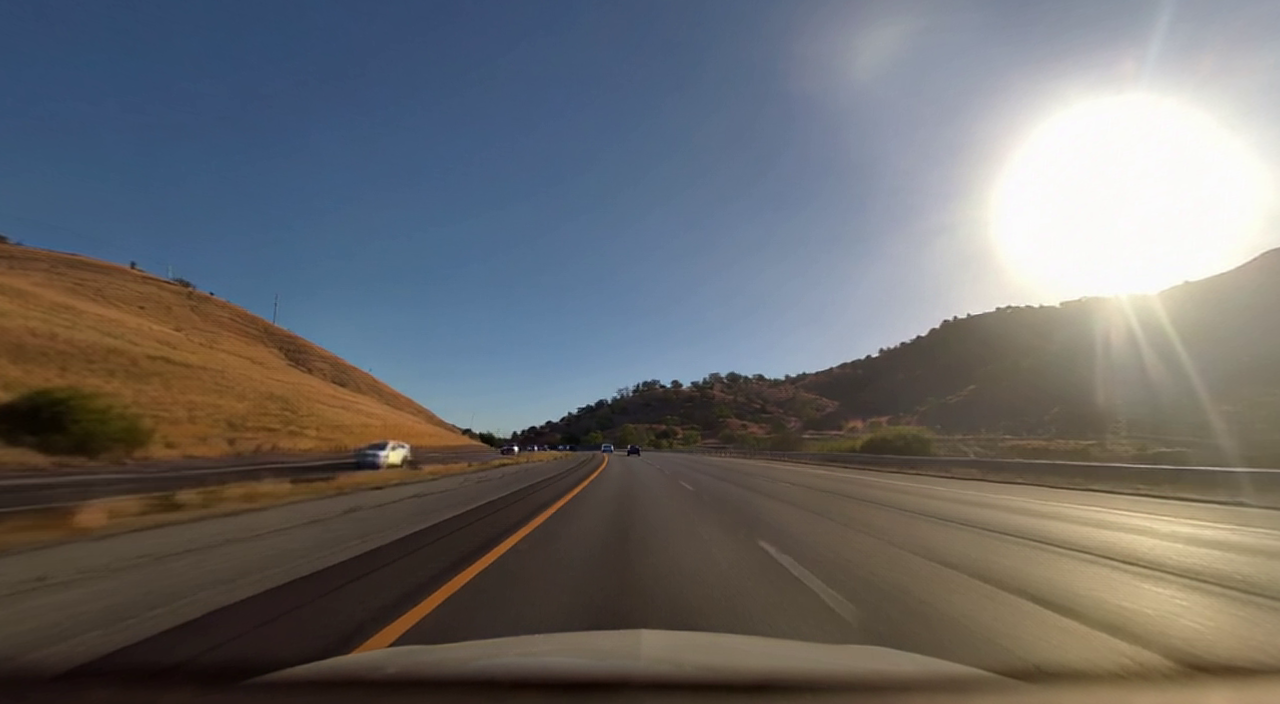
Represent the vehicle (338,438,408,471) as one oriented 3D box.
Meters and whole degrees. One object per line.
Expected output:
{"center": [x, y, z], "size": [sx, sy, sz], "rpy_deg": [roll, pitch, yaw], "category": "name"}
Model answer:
{"center": [-15.107, 5.800, 35.987], "size": [2.008, 1.721, 4.625], "rpy_deg": [0, -9, -1], "category": "vehicle"}
